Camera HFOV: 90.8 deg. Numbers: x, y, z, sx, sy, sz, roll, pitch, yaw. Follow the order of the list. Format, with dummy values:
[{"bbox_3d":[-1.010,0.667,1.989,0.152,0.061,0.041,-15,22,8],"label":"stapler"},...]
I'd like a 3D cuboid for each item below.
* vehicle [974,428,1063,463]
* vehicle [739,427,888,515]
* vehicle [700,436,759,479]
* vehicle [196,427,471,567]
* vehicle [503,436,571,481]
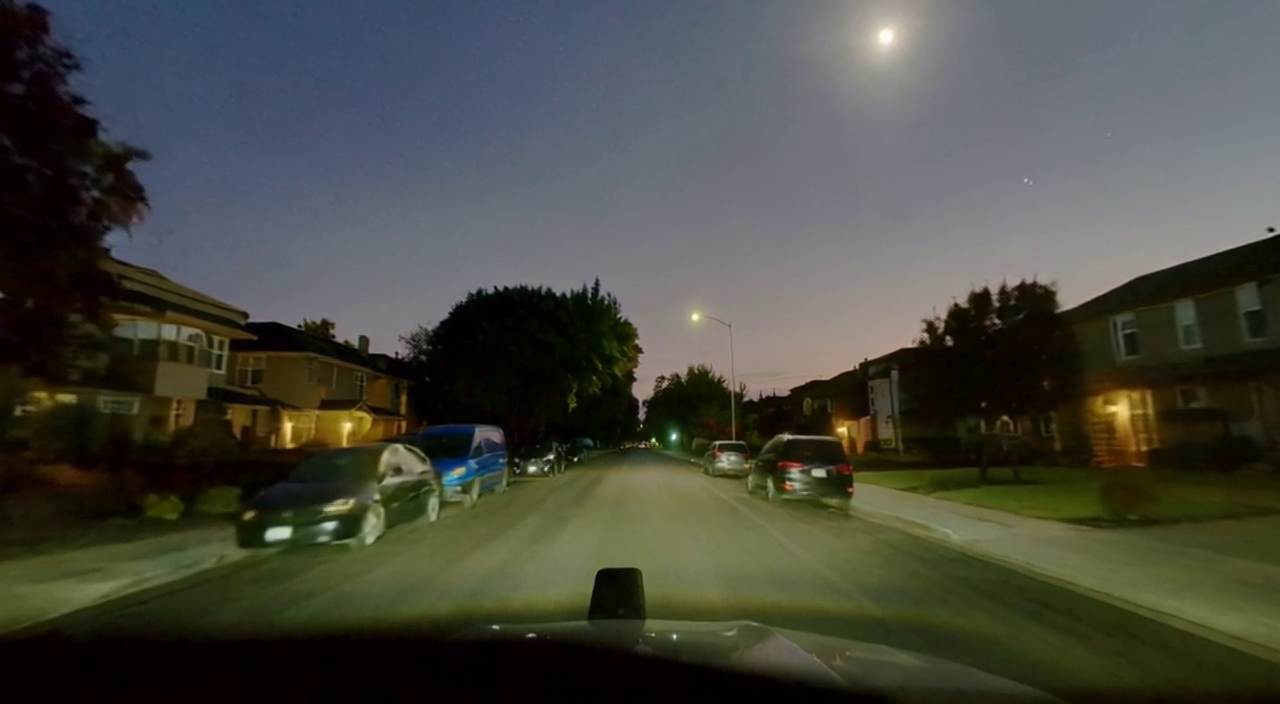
[{"bbox_3d":[19.380,4.819,32.562,2.086,1.658,4.154,0,-9,2],"label":"vehicle"},{"bbox_3d":[4.122,2.937,16.280,2.152,1.810,5.846,0,-8,0],"label":"vehicle"},{"bbox_3d":[4.008,4.822,29.119,2.173,1.806,4.701,0,-8,2],"label":"vehicle"},{"bbox_3d":[-4.540,2.140,10.441,2.116,1.659,4.832,-3,-7,1],"label":"vehicle"},{"bbox_3d":[-4.324,4.541,27.135,2.157,1.736,4.104,-1,-9,1],"label":"vehicle"}]
